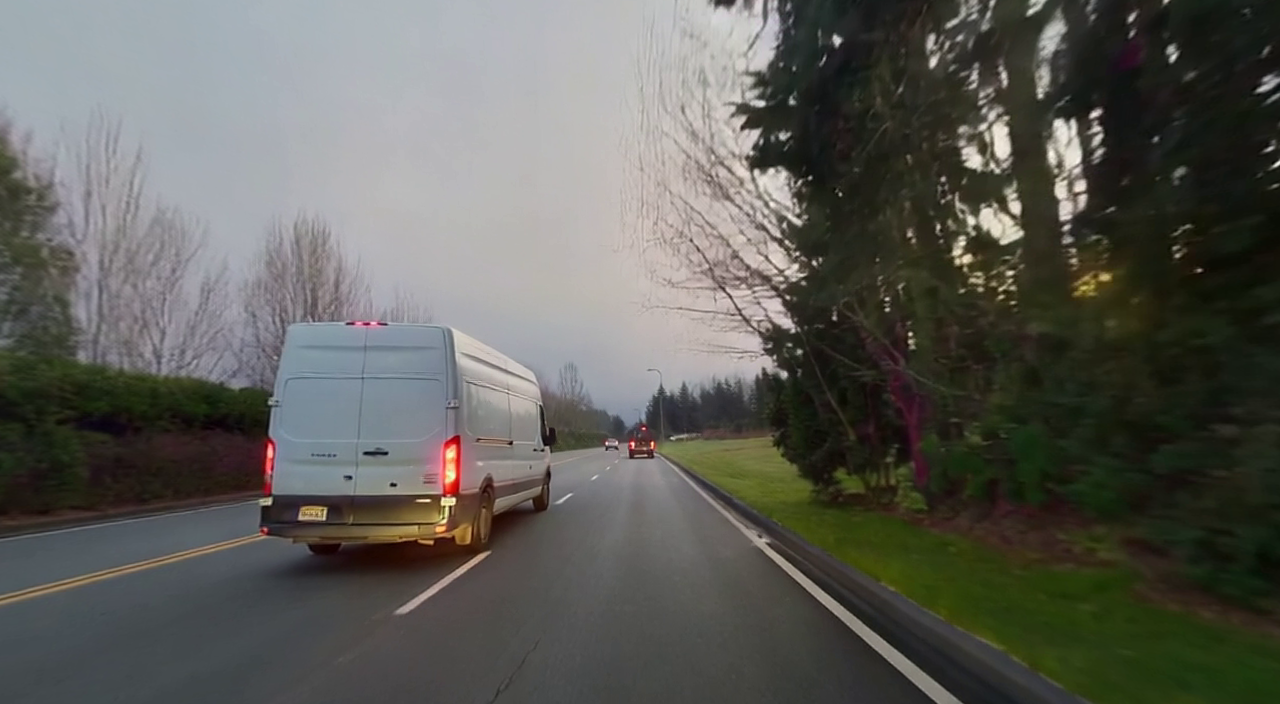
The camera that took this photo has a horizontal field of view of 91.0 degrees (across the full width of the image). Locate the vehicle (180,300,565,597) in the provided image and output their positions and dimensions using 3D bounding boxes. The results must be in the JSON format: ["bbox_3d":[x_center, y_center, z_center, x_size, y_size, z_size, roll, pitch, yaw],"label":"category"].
[{"bbox_3d":[-2.712,1.256,8.643,2.497,2.628,6.016,0,-8,1],"label":"vehicle"}]
